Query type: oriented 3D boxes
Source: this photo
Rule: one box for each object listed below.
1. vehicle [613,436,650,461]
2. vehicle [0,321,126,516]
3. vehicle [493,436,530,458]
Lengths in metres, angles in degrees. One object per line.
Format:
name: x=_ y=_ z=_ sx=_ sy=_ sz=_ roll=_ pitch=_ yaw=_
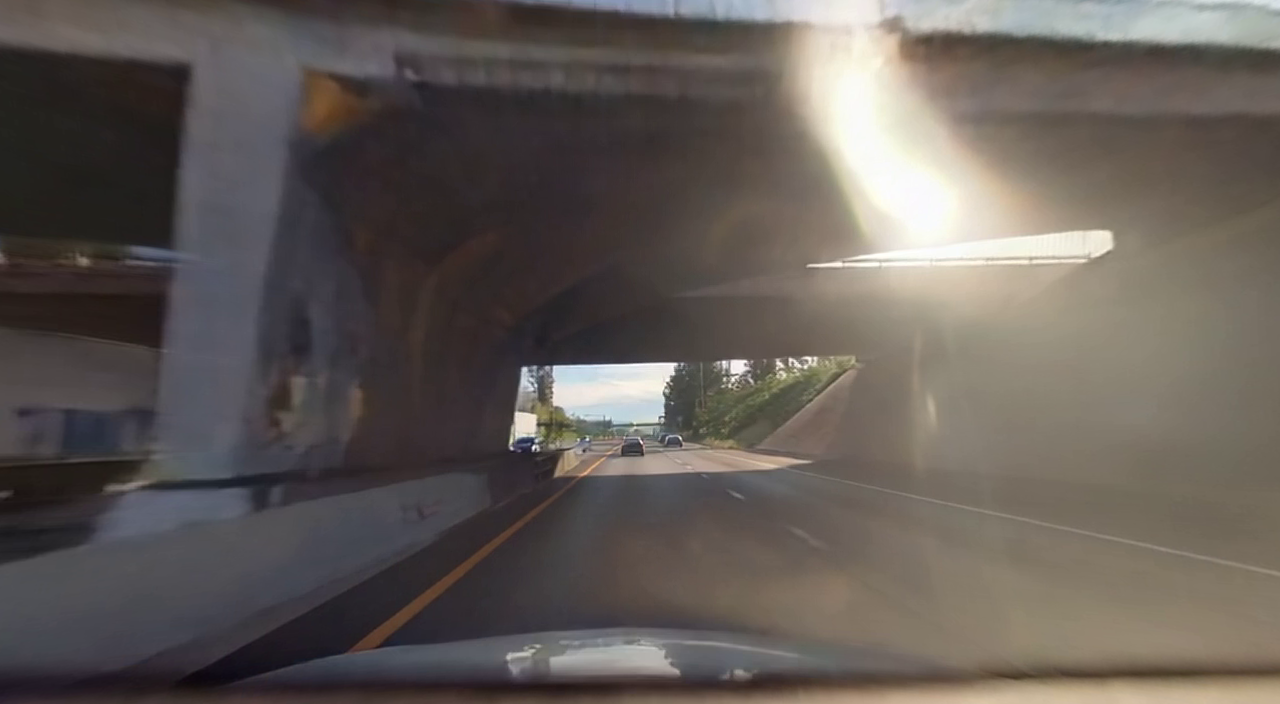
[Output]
vehicle: x=-0.521 y=5.568 z=36.675 sx=1.996 sy=1.325 sz=4.029 roll=0 pitch=-7 yaw=-1
vehicle: x=-13.968 y=0.921 z=9.424 sx=2.764 sy=3.825 sz=11.730 roll=0 pitch=-7 yaw=-1
vehicle: x=-8.733 y=6.470 z=43.020 sx=1.790 sy=1.375 sz=3.778 roll=0 pitch=-7 yaw=-1
